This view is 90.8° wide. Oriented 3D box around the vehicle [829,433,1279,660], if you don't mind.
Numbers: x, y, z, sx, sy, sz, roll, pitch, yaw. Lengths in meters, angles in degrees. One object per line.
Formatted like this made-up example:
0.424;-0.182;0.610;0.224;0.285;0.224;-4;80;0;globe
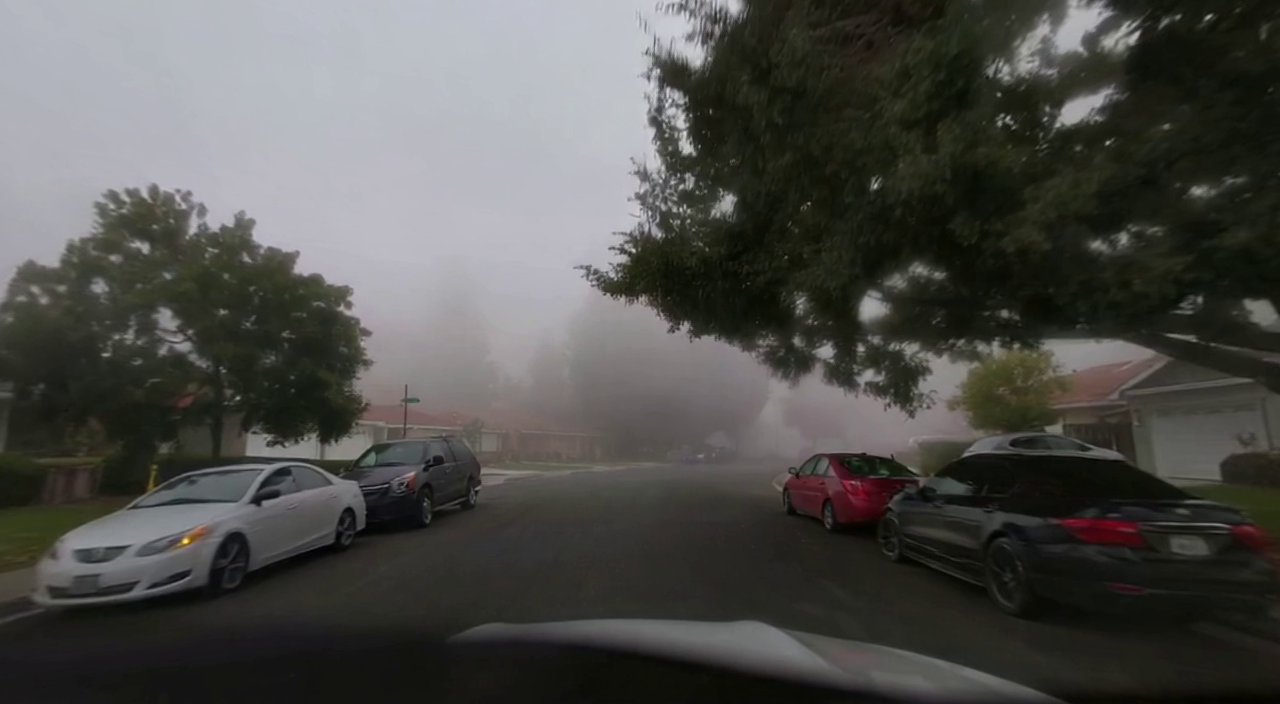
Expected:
3.753;1.667;6.645;1.946;1.484;4.654;0;-9;-2;vehicle

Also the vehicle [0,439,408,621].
-4.755;1.907;7.969;1.925;1.468;5.089;-2;-9;-2;vehicle
